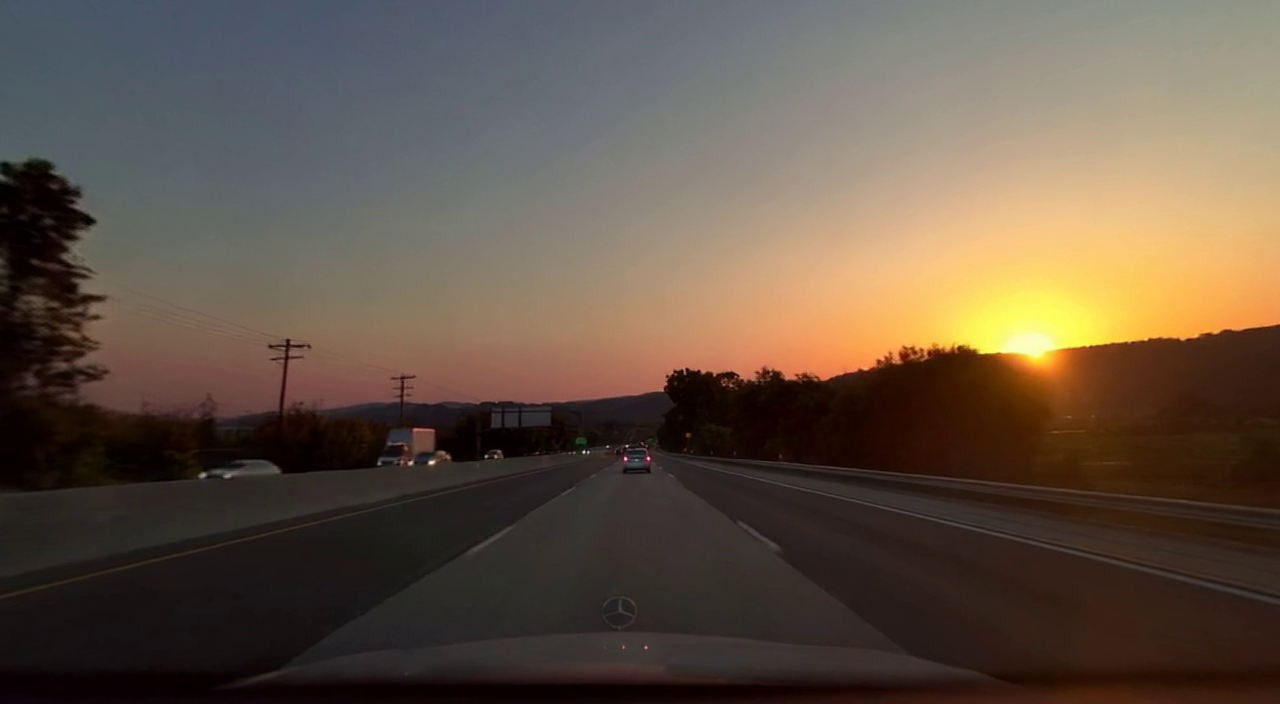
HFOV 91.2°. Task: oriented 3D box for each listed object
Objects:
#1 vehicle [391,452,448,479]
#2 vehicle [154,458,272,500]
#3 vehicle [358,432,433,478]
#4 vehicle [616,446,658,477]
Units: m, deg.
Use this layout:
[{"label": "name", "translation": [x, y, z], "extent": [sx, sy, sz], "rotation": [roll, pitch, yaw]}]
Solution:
[{"label": "vehicle", "translation": [-12.851, 6.622, 36.786], "extent": [1.903, 1.495, 3.908], "rotation": [0, -9, 0]}, {"label": "vehicle", "translation": [-16.863, 5.009, 25.041], "extent": [1.800, 1.480, 4.096], "rotation": [0, -9, 0]}, {"label": "vehicle", "translation": [-17.353, 7.331, 44.965], "extent": [2.645, 3.018, 6.446], "rotation": [-1, -9, 1]}, {"label": "vehicle", "translation": [-0.193, 5.838, 33.628], "extent": [2.095, 1.537, 4.017], "rotation": [0, -9, -1]}]
